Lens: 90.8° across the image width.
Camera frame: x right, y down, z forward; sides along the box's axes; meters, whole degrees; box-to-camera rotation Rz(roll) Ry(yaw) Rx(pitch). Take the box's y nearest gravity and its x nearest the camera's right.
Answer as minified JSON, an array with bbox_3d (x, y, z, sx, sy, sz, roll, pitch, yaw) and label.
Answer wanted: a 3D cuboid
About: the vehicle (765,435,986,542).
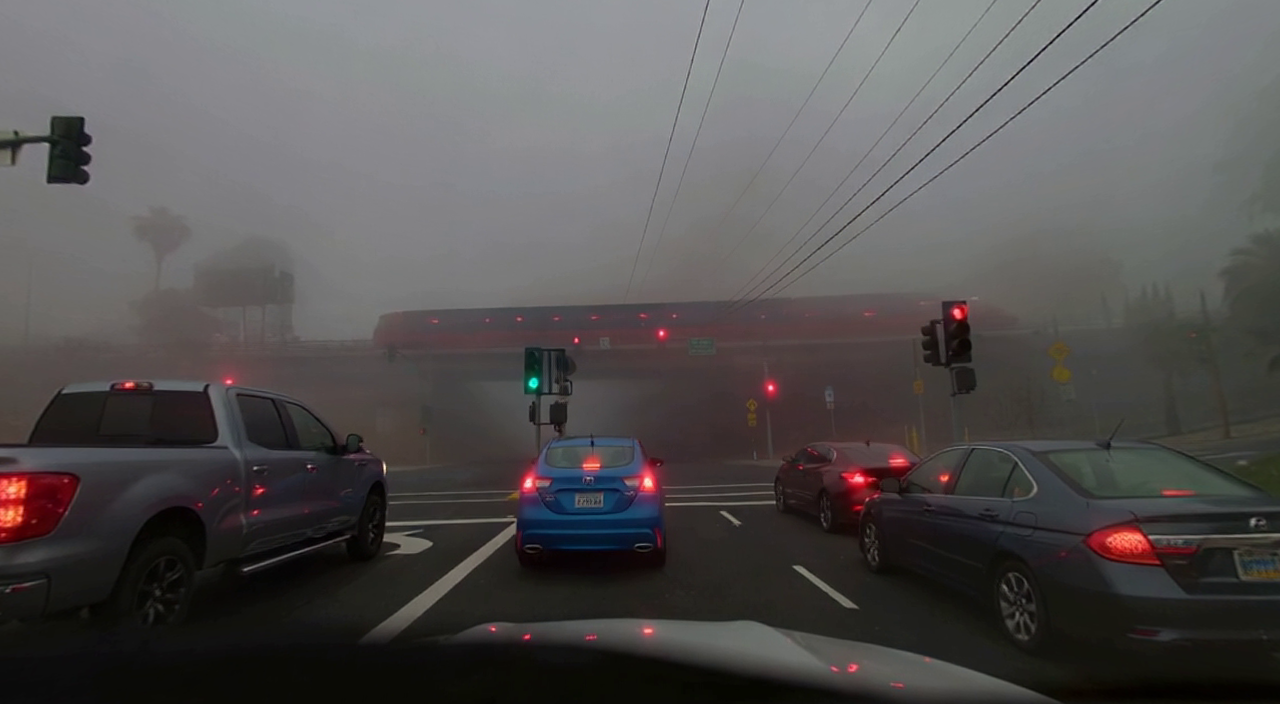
[{"bbox_3d":[3.693,2.215,10.968,1.965,1.448,4.486,0,-9,-2],"label":"vehicle"}]

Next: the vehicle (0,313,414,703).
[{"bbox_3d":[-3.787,1.104,4.932,2.078,1.838,5.448,0,-9,-1],"label":"vehicle"}]

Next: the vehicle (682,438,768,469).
[{"bbox_3d":[4.204,5.130,31.966,1.878,1.428,4.416,5,-10,-32],"label":"vehicle"}]

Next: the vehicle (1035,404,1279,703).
[{"bbox_3d":[3.881,0.892,2.183,2.052,1.496,4.541,0,-9,0],"label":"vehicle"}]

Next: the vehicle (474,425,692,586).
[{"bbox_3d":[-0.634,1.751,8.052,2.035,1.491,4.090,0,-9,-3],"label":"vehicle"}]
